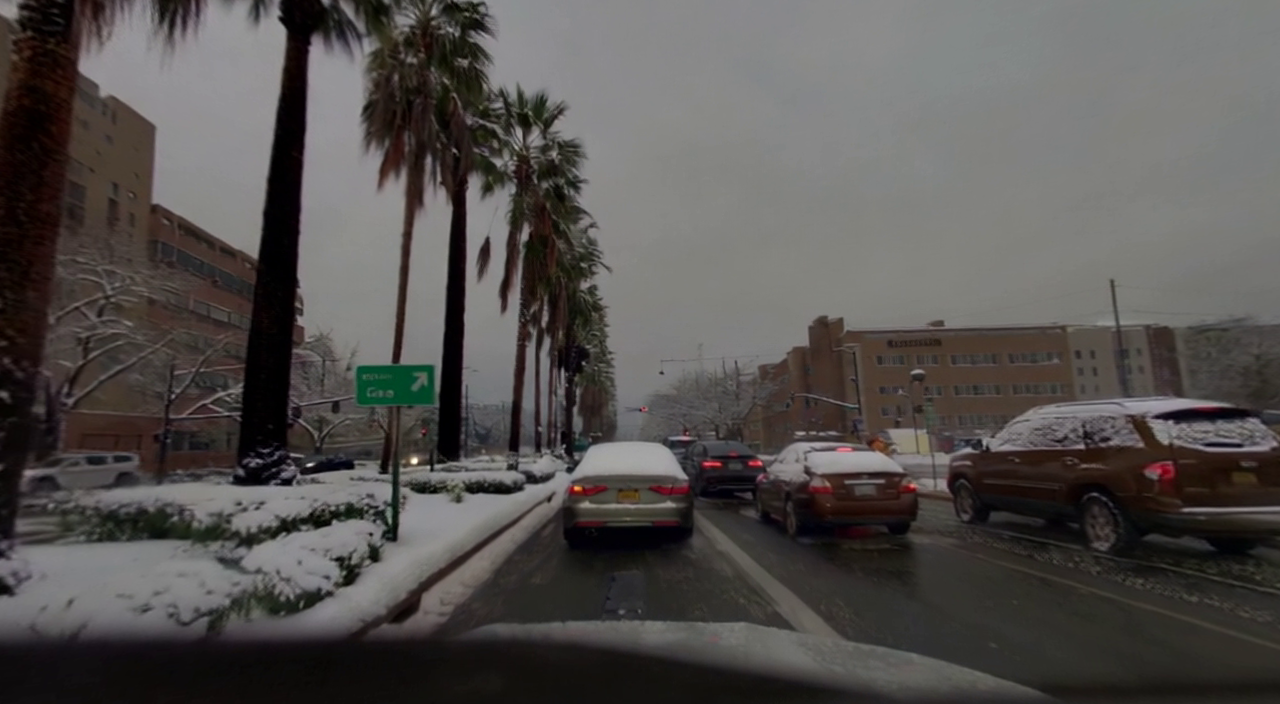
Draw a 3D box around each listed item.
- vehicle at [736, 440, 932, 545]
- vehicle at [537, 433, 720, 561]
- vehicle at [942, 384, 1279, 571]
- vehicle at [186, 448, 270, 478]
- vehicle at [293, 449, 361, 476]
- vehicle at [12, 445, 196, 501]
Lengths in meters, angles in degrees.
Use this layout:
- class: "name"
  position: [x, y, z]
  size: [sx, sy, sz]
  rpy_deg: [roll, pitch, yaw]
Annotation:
- class: "vehicle"
  position: [3.070, 2.311, 11.148]
  size: [1.925, 1.451, 4.436]
  rpy_deg: [0, -8, -2]
- class: "vehicle"
  position: [-0.162, 2.018, 9.518]
  size: [2.158, 1.498, 3.919]
  rpy_deg: [0, -8, -1]
- class: "vehicle"
  position: [7.208, 1.802, 9.875]
  size: [2.254, 2.072, 5.577]
  rpy_deg: [0, -8, 1]
- class: "vehicle"
  position: [-28.346, 7.595, 43.737]
  size: [2.115, 1.884, 5.481]
  rpy_deg: [0, -8, -1]
- class: "vehicle"
  position: [-20.736, 7.308, 42.138]
  size: [2.053, 1.631, 4.900]
  rpy_deg: [0, -9, 0]
- class: "vehicle"
  position: [-20.372, 4.566, 24.511]
  size: [2.306, 1.880, 5.537]
  rpy_deg: [0, -8, -1]
